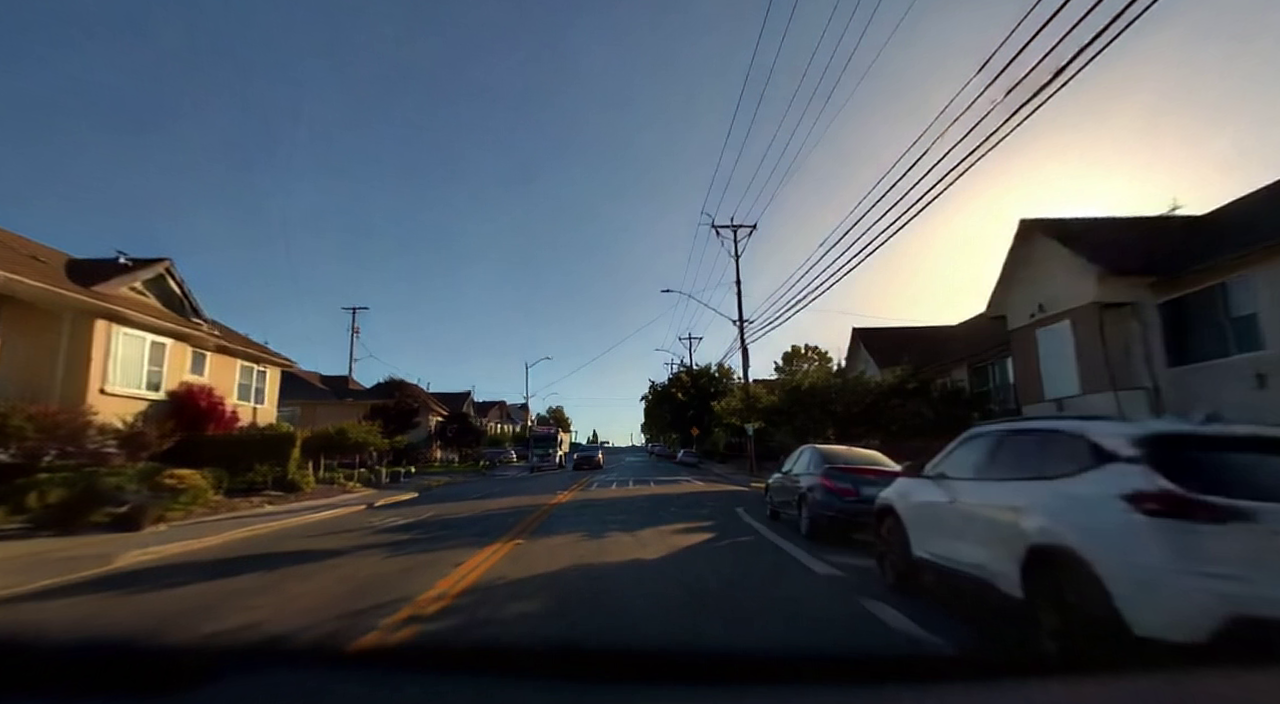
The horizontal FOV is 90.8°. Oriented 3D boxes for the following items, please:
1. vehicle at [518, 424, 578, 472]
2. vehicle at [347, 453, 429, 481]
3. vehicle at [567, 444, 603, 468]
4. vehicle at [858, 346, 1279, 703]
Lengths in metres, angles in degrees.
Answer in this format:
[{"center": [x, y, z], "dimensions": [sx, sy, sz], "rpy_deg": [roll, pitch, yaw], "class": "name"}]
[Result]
[{"center": [-6.746, 7.103, 47.678], "dimensions": [3.197, 3.187, 7.847], "rpy_deg": [-2, -7, 1], "class": "vehicle"}, {"center": [-15.261, 6.999, 38.501], "dimensions": [4.204, 1.626, 1.874], "rpy_deg": [1, -9, -5], "class": "vehicle"}, {"center": [-3.592, 6.911, 42.142], "dimensions": [1.912, 1.491, 4.375], "rpy_deg": [0, -9, 1], "class": "vehicle"}, {"center": [3.132, 1.151, 4.210], "dimensions": [1.945, 1.792, 3.903], "rpy_deg": [0, -9, 0], "class": "vehicle"}]
